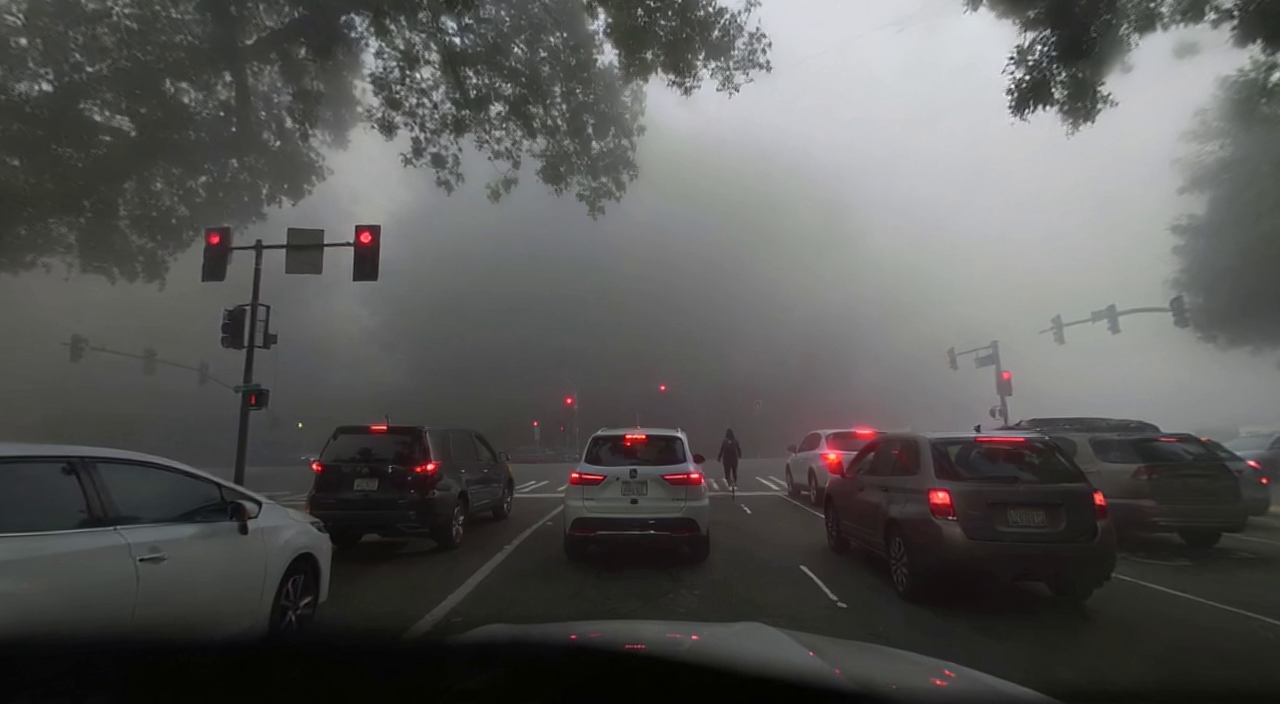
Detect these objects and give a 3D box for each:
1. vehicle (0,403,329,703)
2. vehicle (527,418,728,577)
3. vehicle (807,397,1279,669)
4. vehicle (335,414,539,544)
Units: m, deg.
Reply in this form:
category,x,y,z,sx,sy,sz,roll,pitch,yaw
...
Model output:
category,x,y,z,sx,sy,sz,roll,pitch,yaw
vehicle,-3.348,0.948,2.377,1.863,1.495,4.667,0,-8,2
vehicle,-0.092,1.803,8.549,2.106,1.655,3.717,0,-8,1
vehicle,3.233,1.441,6.190,2.006,1.659,4.462,0,-8,1
vehicle,-3.219,2.113,11.159,2.048,1.805,4.405,0,-8,1
